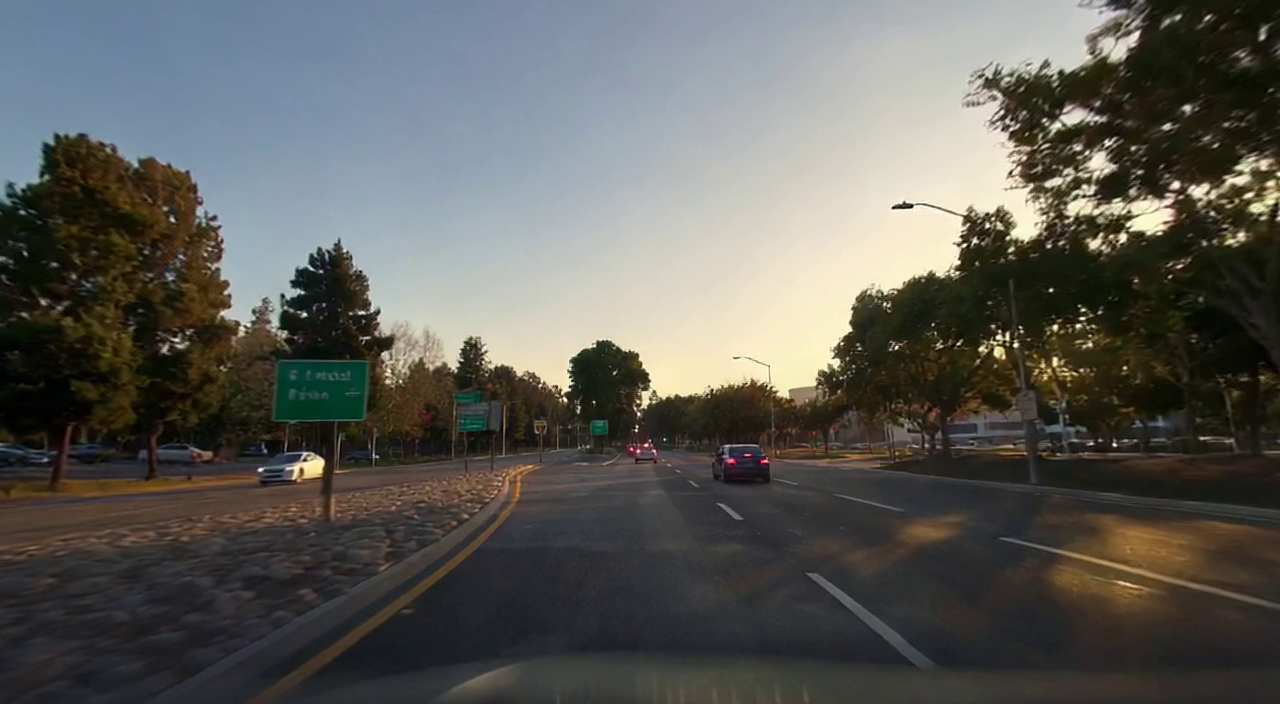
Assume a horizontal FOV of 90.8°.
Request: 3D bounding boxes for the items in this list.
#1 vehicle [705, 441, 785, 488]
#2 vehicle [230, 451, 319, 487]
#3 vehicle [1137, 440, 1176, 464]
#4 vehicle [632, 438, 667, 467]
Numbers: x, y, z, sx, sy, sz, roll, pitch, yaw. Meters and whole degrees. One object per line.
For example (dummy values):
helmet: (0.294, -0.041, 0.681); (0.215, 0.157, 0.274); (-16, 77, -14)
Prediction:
vehicle: (3.592, 3.934, 22.481); (1.948, 1.479, 4.620); (0, -8, -2)
vehicle: (-17.537, 5.616, 30.544); (1.901, 1.554, 3.894); (0, -8, 0)
vehicle: (38.743, 7.483, 47.441); (1.875, 1.645, 4.474); (-6, -10, 35)
vehicle: (0.582, 6.575, 41.401); (1.988, 1.800, 4.322); (1, -9, -3)
